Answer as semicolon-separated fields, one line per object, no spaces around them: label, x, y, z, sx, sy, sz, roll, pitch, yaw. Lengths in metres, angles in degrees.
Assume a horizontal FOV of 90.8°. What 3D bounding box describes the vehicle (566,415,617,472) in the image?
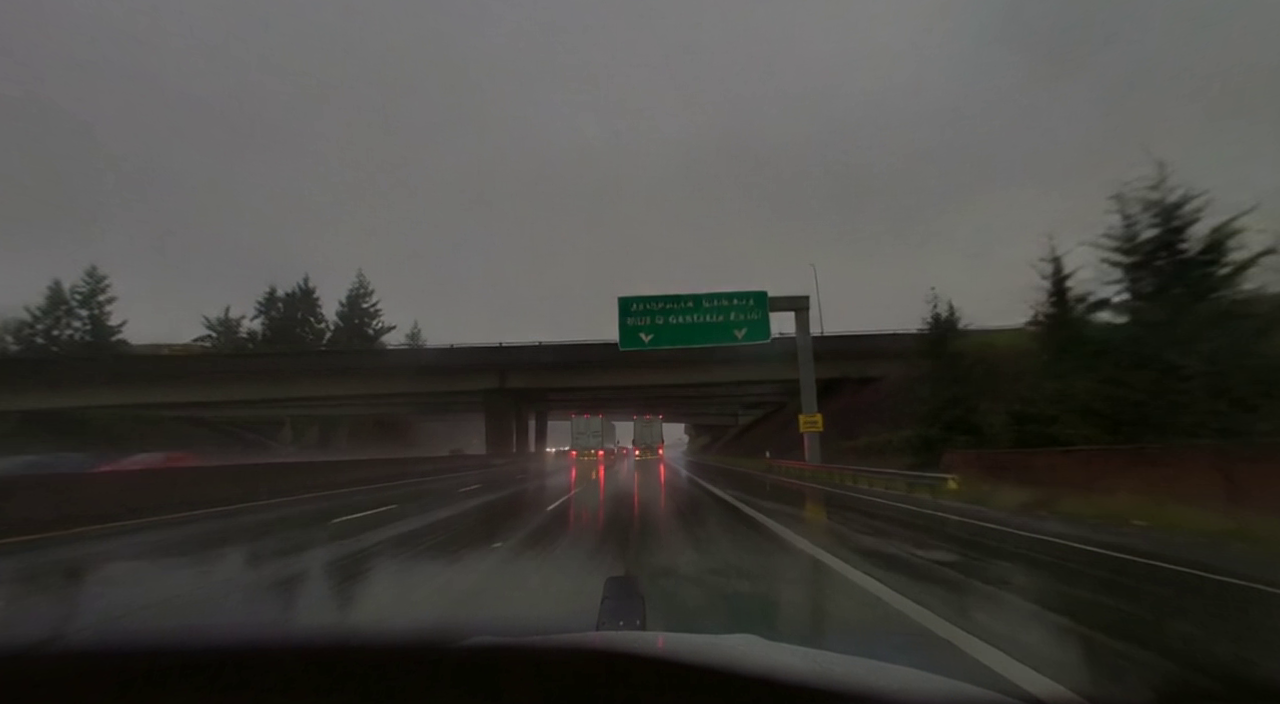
vehicle;-2.971;5.891;40.397;2.696;3.266;7.062;0;-9;0
